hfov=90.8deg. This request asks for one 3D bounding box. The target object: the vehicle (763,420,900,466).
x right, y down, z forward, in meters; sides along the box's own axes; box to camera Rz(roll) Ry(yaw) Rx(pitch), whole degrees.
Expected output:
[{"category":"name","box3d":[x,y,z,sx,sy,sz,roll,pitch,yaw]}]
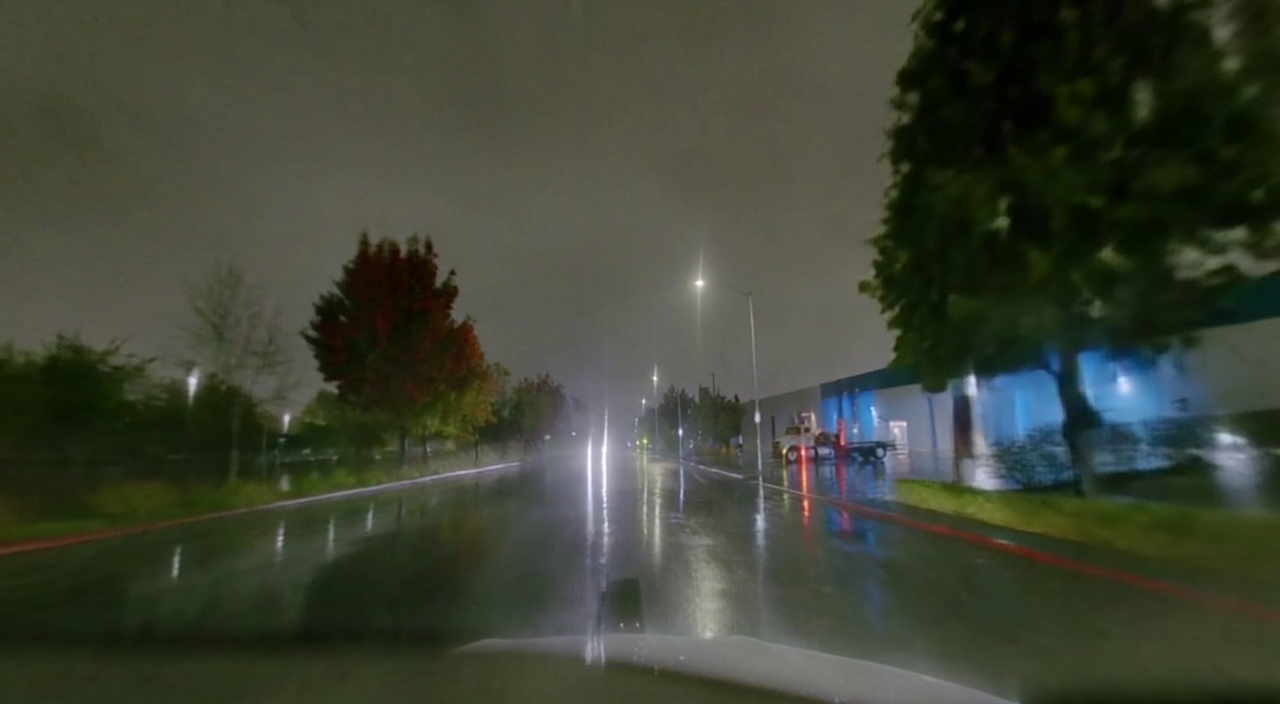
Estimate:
[{"category":"vehicle","box3d":[11.274,5.400,37.580,7.188,2.416,2.528,-2,-8,-3]}]
